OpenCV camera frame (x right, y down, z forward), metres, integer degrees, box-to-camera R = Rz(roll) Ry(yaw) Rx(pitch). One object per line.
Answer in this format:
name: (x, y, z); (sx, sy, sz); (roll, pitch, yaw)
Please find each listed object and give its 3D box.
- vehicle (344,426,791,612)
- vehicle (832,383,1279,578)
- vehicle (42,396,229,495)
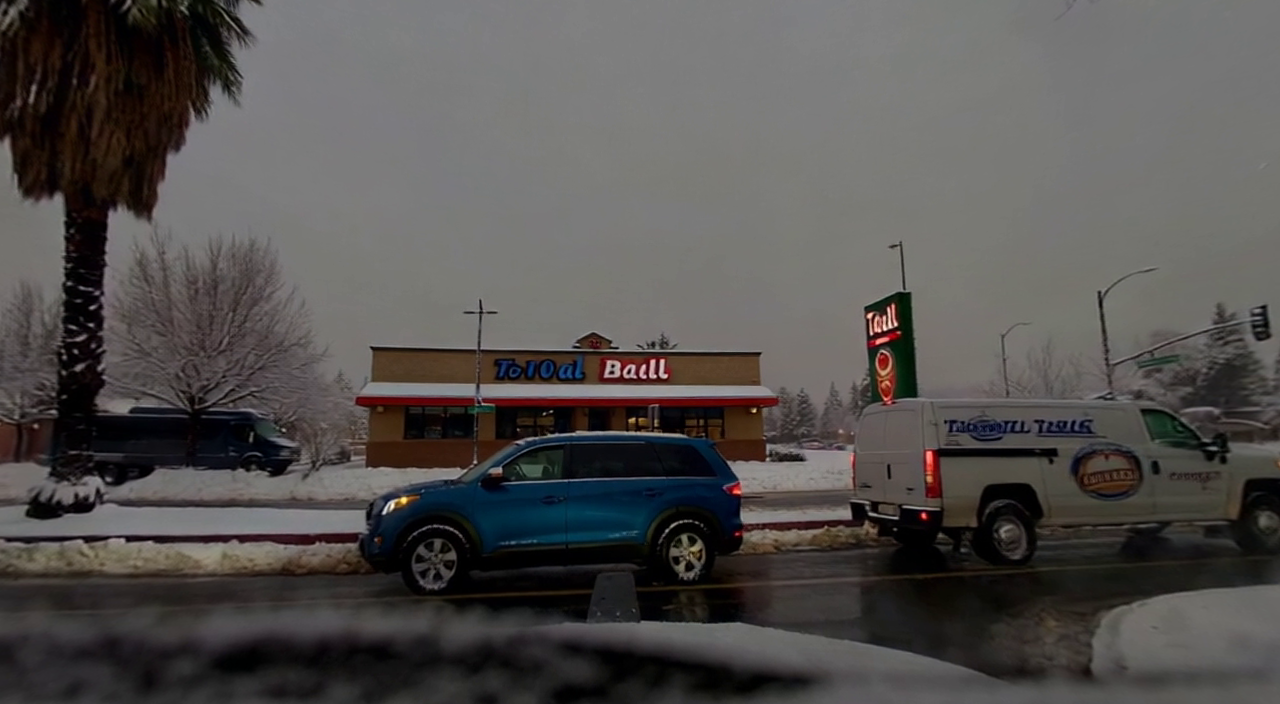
vehicle: (-0.792, 1.799, 7.538); (4.493, 1.728, 2.137); (1, -9, -11)
vehicle: (6.229, 1.680, 8.943); (6.246, 2.202, 2.277); (1, -9, -10)
vehicle: (-22.789, 4.337, 29.344); (3.034, 3.929, 7.699); (1, -9, -8)
